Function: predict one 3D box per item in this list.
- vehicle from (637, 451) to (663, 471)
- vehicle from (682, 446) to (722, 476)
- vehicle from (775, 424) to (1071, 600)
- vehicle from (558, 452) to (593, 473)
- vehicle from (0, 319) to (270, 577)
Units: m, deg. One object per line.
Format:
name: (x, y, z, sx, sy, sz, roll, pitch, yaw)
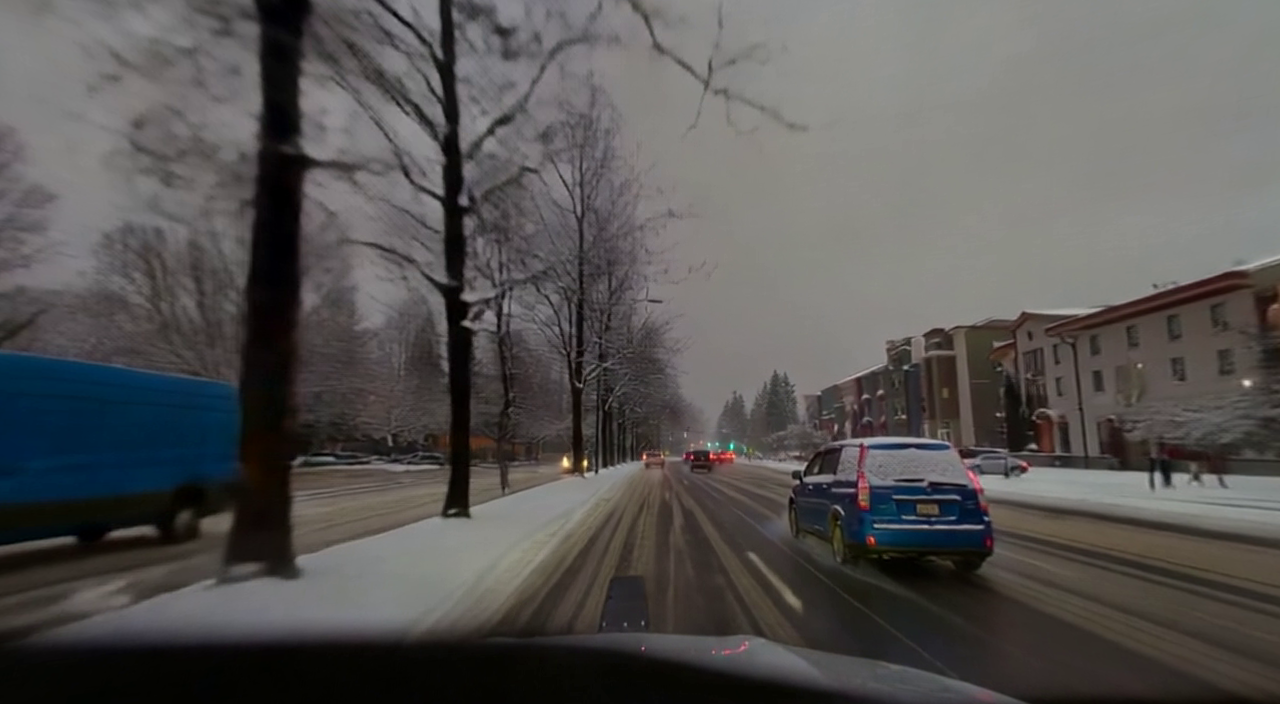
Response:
vehicle: (0.813, 8.568, 49.847, 1.991, 1.477, 3.814, 0, -9, 1)
vehicle: (4.042, 7.175, 41.789, 2.154, 1.844, 4.634, 0, -9, 0)
vehicle: (3.106, 1.822, 8.001, 1.901, 1.634, 3.952, 0, -9, 0)
vehicle: (-4.753, 8.201, 46.979, 1.953, 1.462, 4.297, 0, -9, 3)
vehicle: (-8.497, 1.291, 8.606, 2.524, 2.885, 6.868, 1, -9, 1)
